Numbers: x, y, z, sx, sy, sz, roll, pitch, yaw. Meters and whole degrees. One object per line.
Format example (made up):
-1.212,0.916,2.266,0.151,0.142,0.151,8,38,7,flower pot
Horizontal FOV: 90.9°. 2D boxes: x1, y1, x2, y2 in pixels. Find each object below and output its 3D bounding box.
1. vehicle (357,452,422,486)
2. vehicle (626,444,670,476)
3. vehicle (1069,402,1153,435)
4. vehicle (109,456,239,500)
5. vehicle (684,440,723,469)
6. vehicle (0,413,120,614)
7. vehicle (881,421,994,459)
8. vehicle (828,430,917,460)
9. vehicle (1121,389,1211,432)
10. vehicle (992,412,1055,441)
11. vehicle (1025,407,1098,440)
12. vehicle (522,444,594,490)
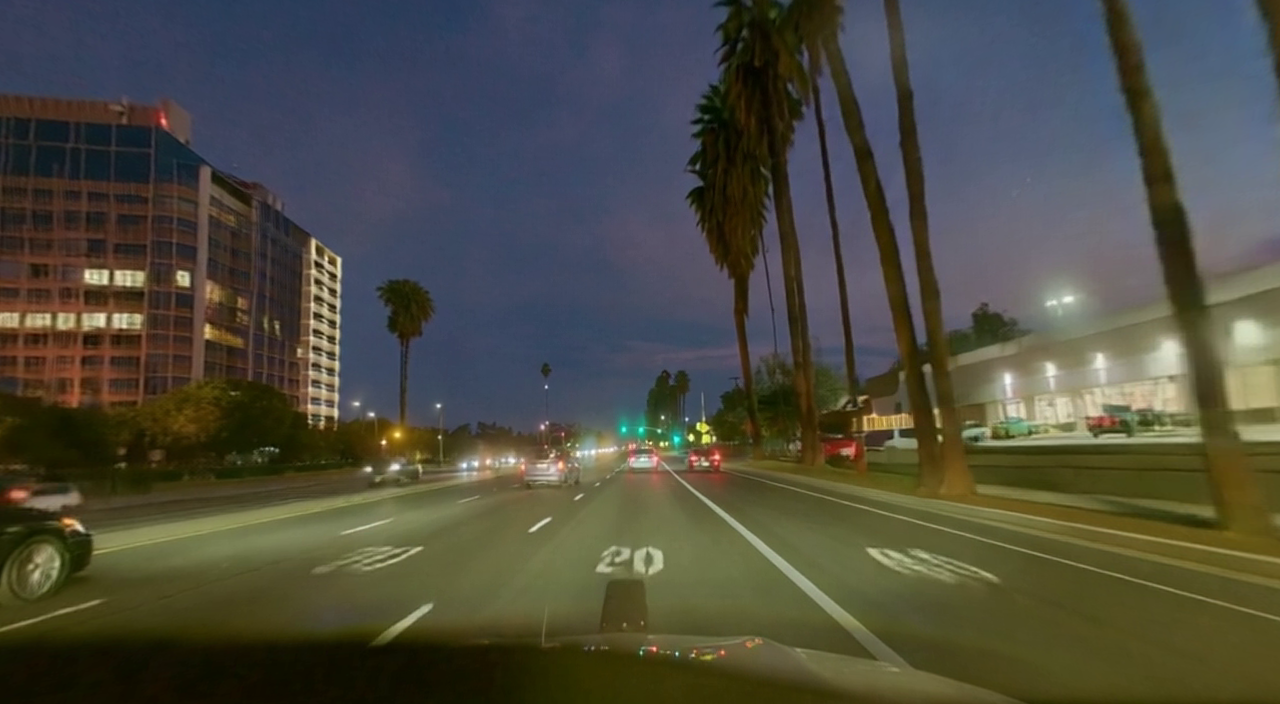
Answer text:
-14.059,6.552,35.612,1.841,1.697,4.289,-1,-8,1,vehicle
0.398,5.621,33.082,2.147,1.507,3.953,0,-8,1,vehicle
23.458,3.367,31.337,4.576,1.511,1.801,5,-10,-34,vehicle
-35.505,9.567,48.205,7.627,3.125,2.867,-1,-9,3,vehicle
4.132,6.756,41.636,2.108,1.785,4.334,0,-8,0,vehicle
-6.614,1.253,4.400,2.030,1.730,4.506,-1,-8,1,vehicle
12.848,3.787,27.185,4.749,1.457,1.806,3,-11,-28,vehicle
12.292,4.910,33.291,4.284,1.450,1.927,4,-10,-27,vehicle
23.595,2.672,28.233,4.448,1.701,1.954,6,-11,-36,vehicle
23.041,4.483,37.878,3.593,1.608,1.778,4,-9,-34,vehicle
23.445,3.956,35.006,4.049,1.503,1.847,2,-12,-36,vehicle
-2.876,4.130,23.083,1.908,1.505,4.369,-1,-8,2,vehicle
